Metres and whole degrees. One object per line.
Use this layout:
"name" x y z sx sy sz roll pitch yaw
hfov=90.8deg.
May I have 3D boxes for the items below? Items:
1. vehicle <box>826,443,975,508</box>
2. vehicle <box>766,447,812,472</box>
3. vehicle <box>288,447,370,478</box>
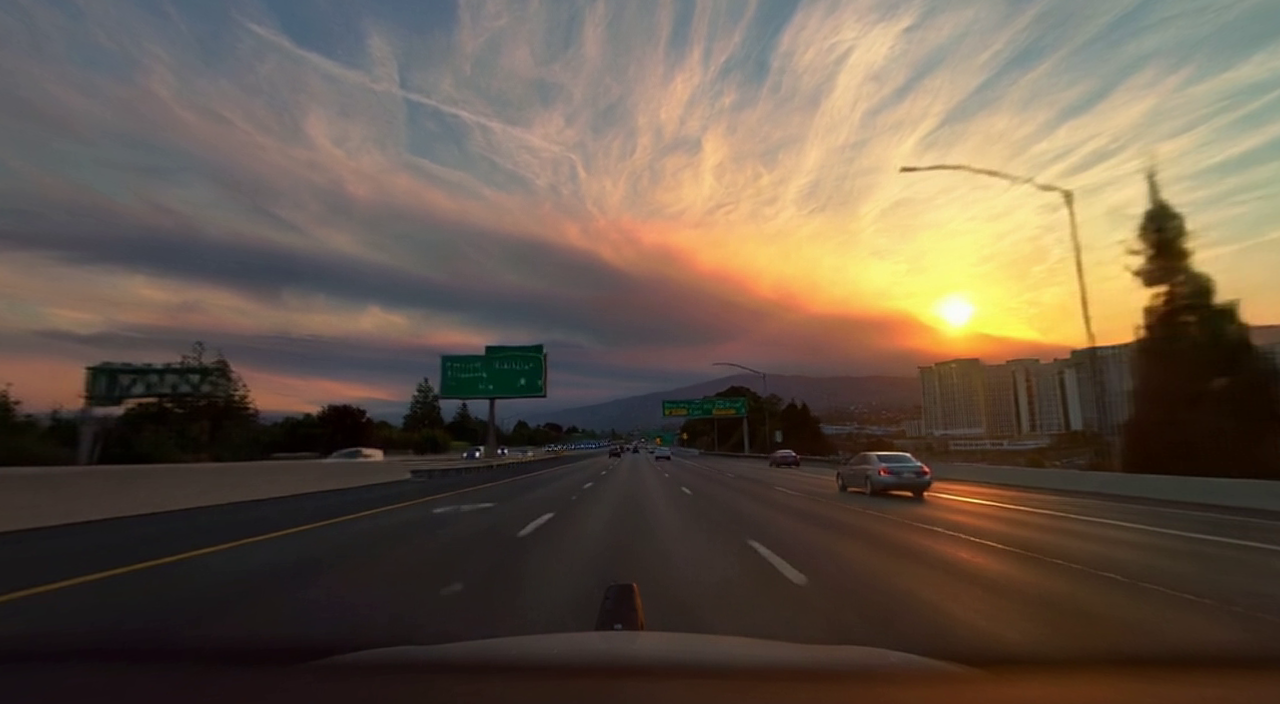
"vehicle" 6.816 3.257 17.241 1.861 1.500 4.860 0 -9 -2
"vehicle" 9.605 6.969 41.084 1.878 1.509 4.327 0 -9 -1
"vehicle" -15.824 5.621 32.431 1.859 1.486 4.543 0 -9 0
